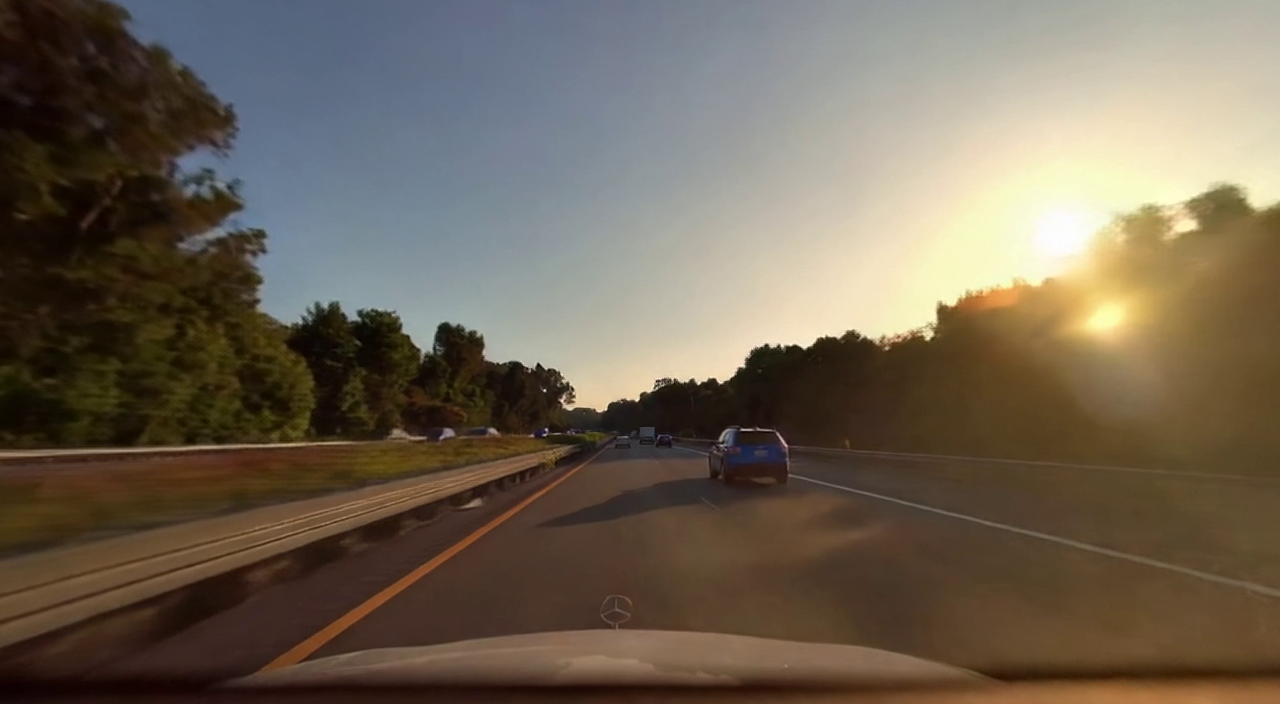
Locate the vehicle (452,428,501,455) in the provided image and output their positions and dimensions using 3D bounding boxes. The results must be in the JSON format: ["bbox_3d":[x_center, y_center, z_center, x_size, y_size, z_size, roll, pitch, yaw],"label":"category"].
[{"bbox_3d":[-9.387,5.159,36.538,1.841,1.482,3.996,0,-7,-1],"label":"vehicle"}]

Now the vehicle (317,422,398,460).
[{"bbox_3d":[-13.422,4.266,30.277,1.978,1.674,4.294,0,-8,-1],"label":"vehicle"}]

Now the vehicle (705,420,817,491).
[{"bbox_3d":[3.108,2.751,17.271,2.085,1.681,4.436,0,-7,-2],"label":"vehicle"}]
